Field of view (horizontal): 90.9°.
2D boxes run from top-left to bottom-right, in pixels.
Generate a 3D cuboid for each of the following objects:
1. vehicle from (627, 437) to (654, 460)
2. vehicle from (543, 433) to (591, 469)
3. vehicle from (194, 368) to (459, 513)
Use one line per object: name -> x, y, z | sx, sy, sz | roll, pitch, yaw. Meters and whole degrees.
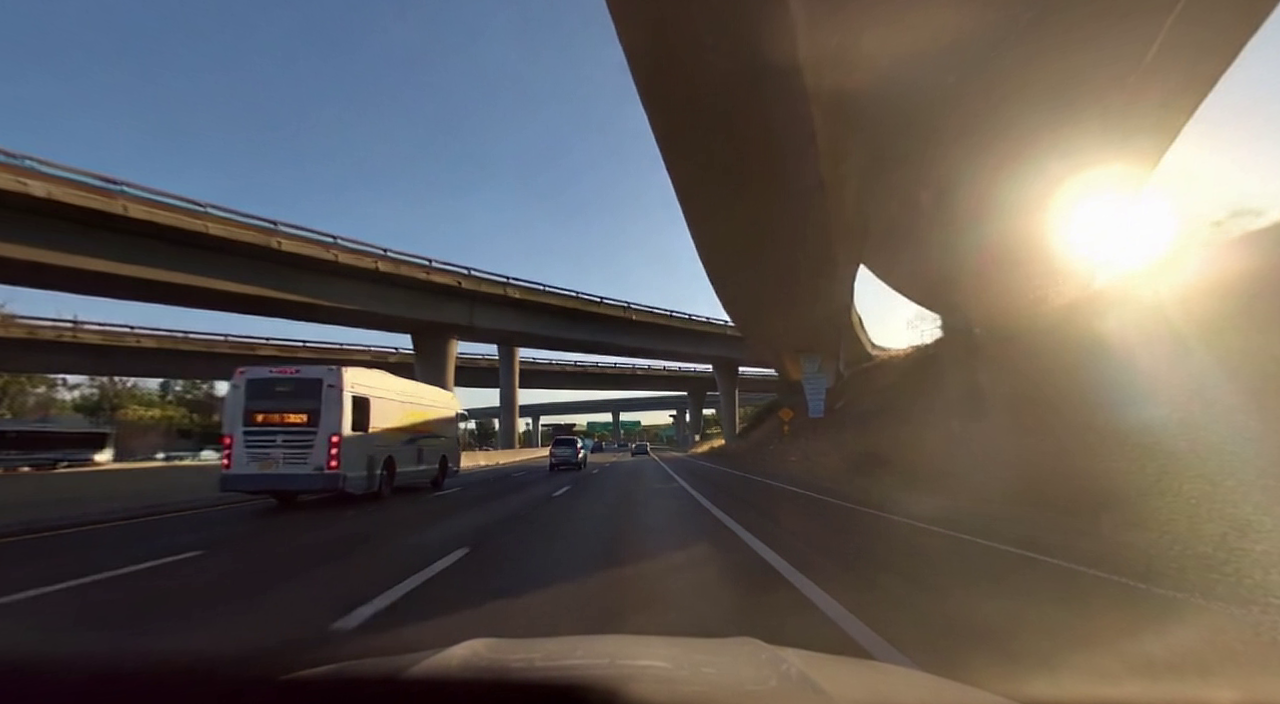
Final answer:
vehicle -> 0.007, 7.599, 49.695 | 2.052, 1.711, 4.223 | 0, -9, -1
vehicle -> -4.202, 5.803, 37.037 | 2.147, 1.918, 4.834 | 0, -9, 1
vehicle -> -7.498, 2.419, 16.796 | 2.872, 2.890, 7.923 | 1, -9, 0
